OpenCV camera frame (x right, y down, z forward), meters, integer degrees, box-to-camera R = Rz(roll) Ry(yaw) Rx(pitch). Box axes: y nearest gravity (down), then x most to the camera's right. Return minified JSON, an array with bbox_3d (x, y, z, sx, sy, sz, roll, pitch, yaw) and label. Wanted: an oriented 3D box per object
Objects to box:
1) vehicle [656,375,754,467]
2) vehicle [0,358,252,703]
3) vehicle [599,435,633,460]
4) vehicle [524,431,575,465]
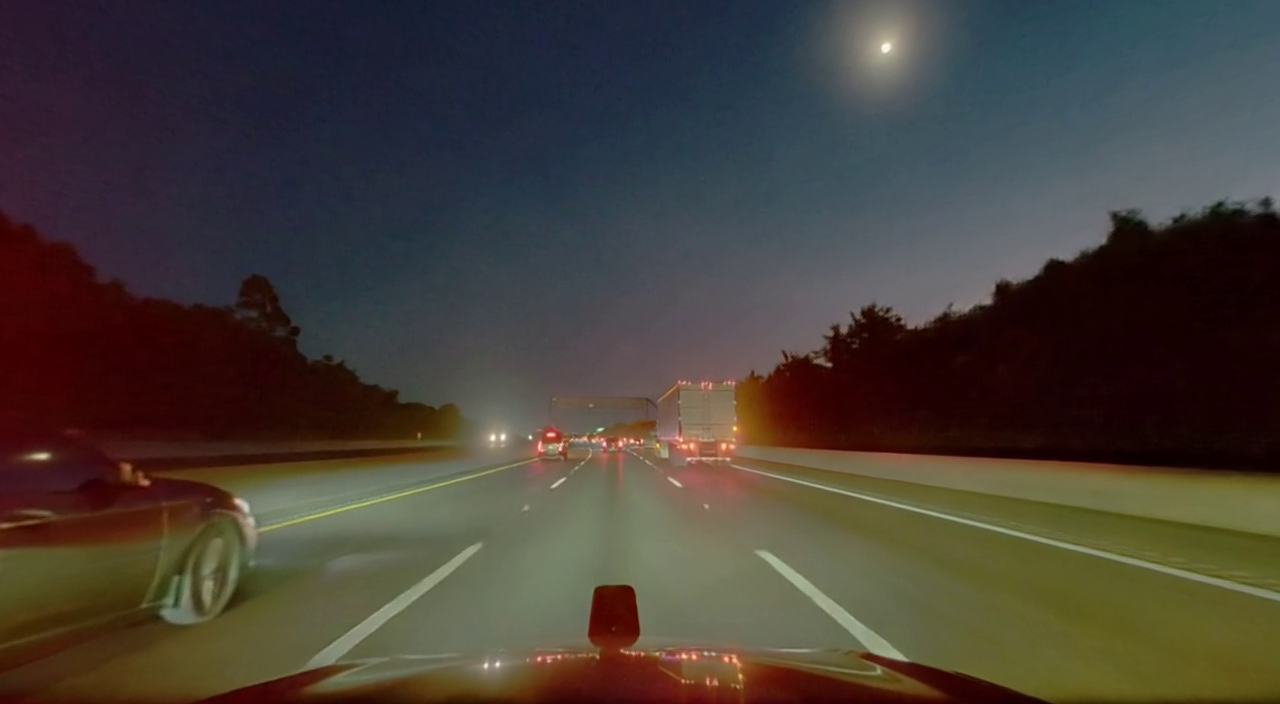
[{"bbox_3d":[3.068,4.036,34.845,3.301,4.034,13.722,0,-8,-3],"label":"vehicle"},{"bbox_3d":[-3.997,0.810,2.443,2.213,1.650,4.403,0,-8,-1],"label":"vehicle"},{"bbox_3d":[-1.690,6.460,42.706,2.125,1.542,3.816,0,-8,-4],"label":"vehicle"},{"bbox_3d":[-5.031,5.424,35.742,2.377,1.747,4.703,0,-8,-3],"label":"vehicle"}]
